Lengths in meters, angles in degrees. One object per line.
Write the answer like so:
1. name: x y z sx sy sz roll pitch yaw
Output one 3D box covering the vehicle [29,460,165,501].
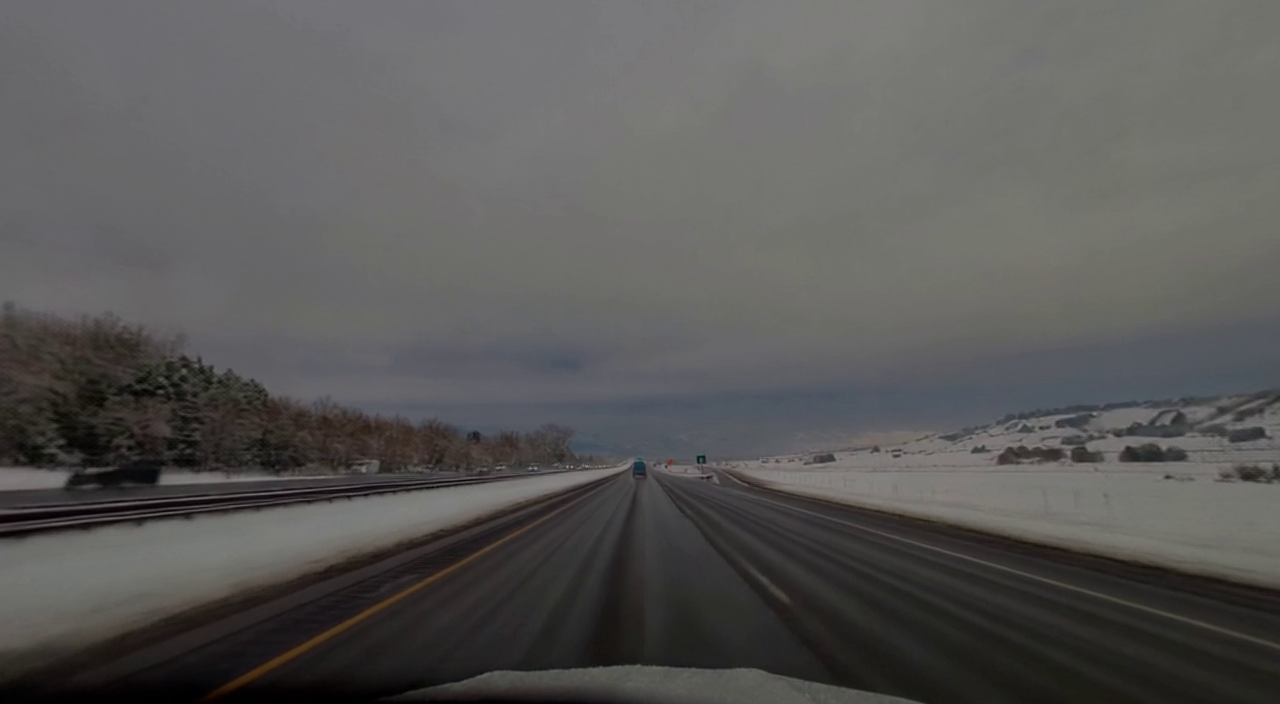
1. vehicle: -23.287 5.500 27.286 1.916 1.576 4.365 1 -10 1
